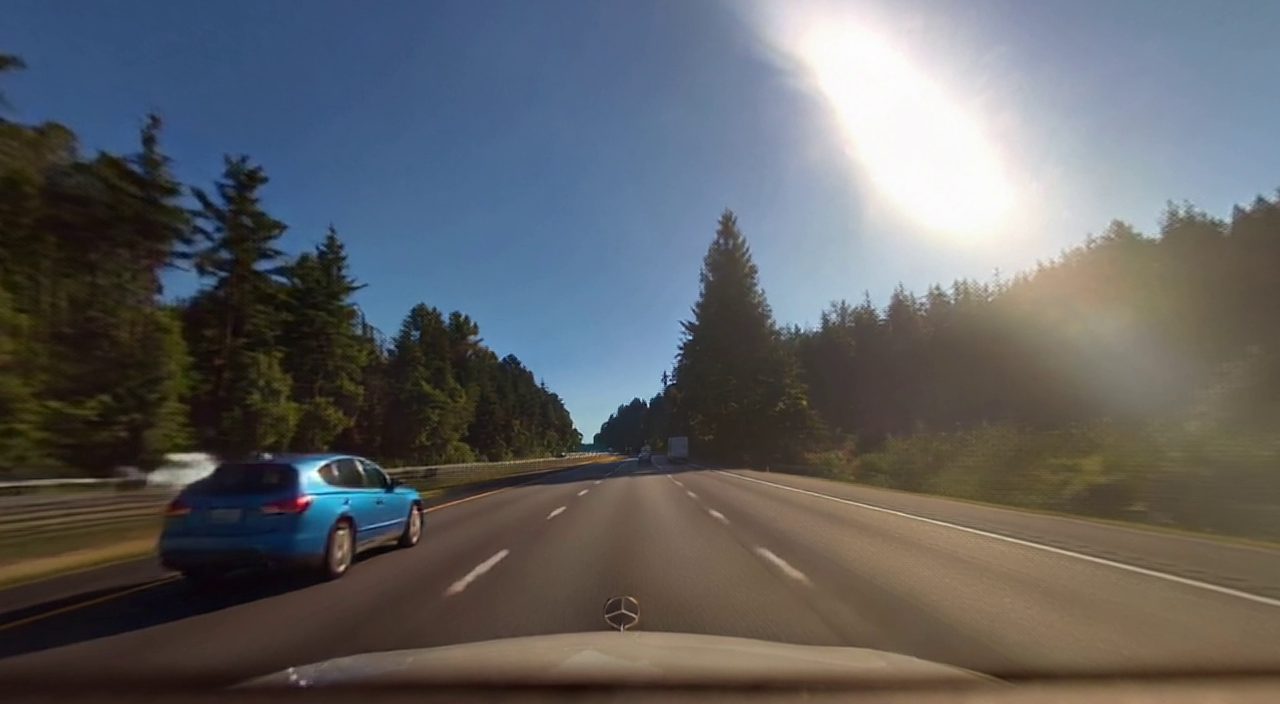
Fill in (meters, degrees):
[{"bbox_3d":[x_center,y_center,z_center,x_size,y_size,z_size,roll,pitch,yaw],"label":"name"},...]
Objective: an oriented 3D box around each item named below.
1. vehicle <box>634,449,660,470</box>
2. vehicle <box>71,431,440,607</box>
[{"bbox_3d":[0.559,8.496,49.888,2.006,1.586,3.915,0,-9,1],"label":"vehicle"},{"bbox_3d":[-4.022,1.778,7.567,1.927,1.530,3.874,0,-9,1],"label":"vehicle"}]
